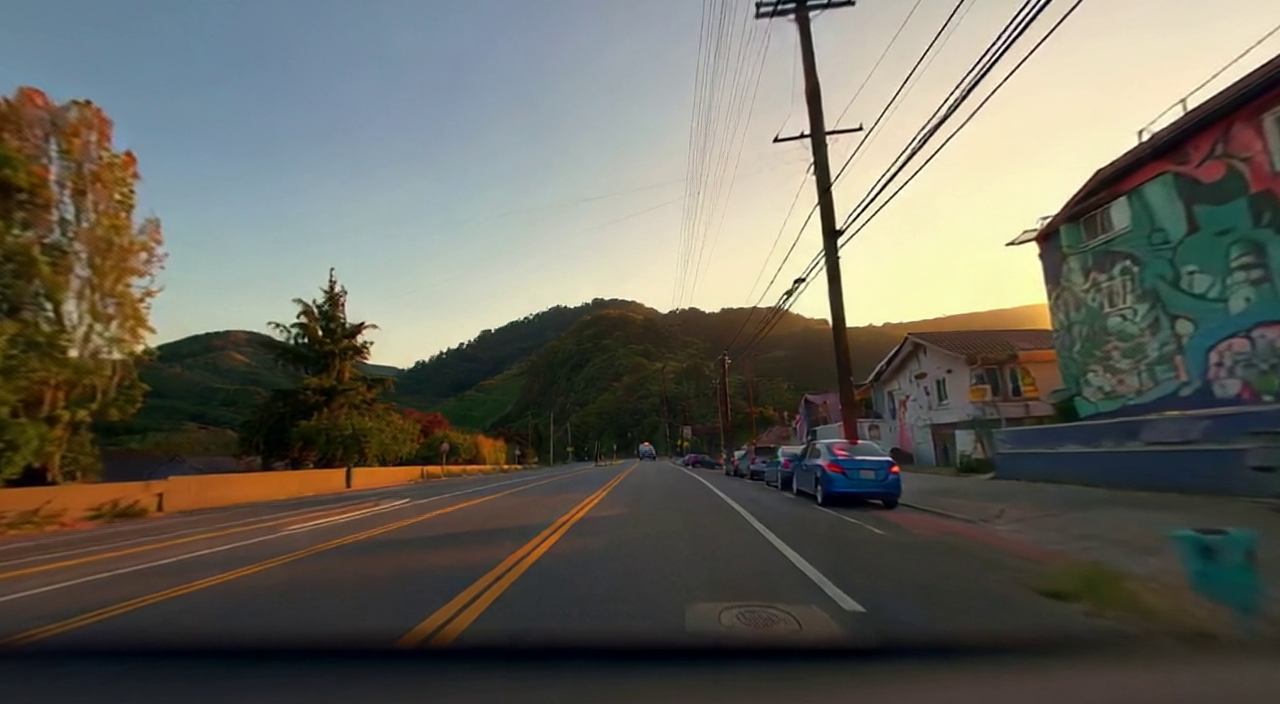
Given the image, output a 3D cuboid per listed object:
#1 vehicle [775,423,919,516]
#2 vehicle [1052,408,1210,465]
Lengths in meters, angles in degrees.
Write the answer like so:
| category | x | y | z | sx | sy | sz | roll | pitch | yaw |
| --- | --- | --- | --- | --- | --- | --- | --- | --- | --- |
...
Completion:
| category | x | y | z | sx | sy | sz | roll | pitch | yaw |
| --- | --- | --- | --- | --- | --- | --- | --- | --- | --- |
| vehicle | 5.266 | 3.117 | 16.870 | 2.072 | 1.889 | 4.468 | -7 | -10 | -2 |
| vehicle | 16.569 | 2.981 | 21.675 | 1.837 | 1.533 | 4.388 | -6 | -11 | 1 |
